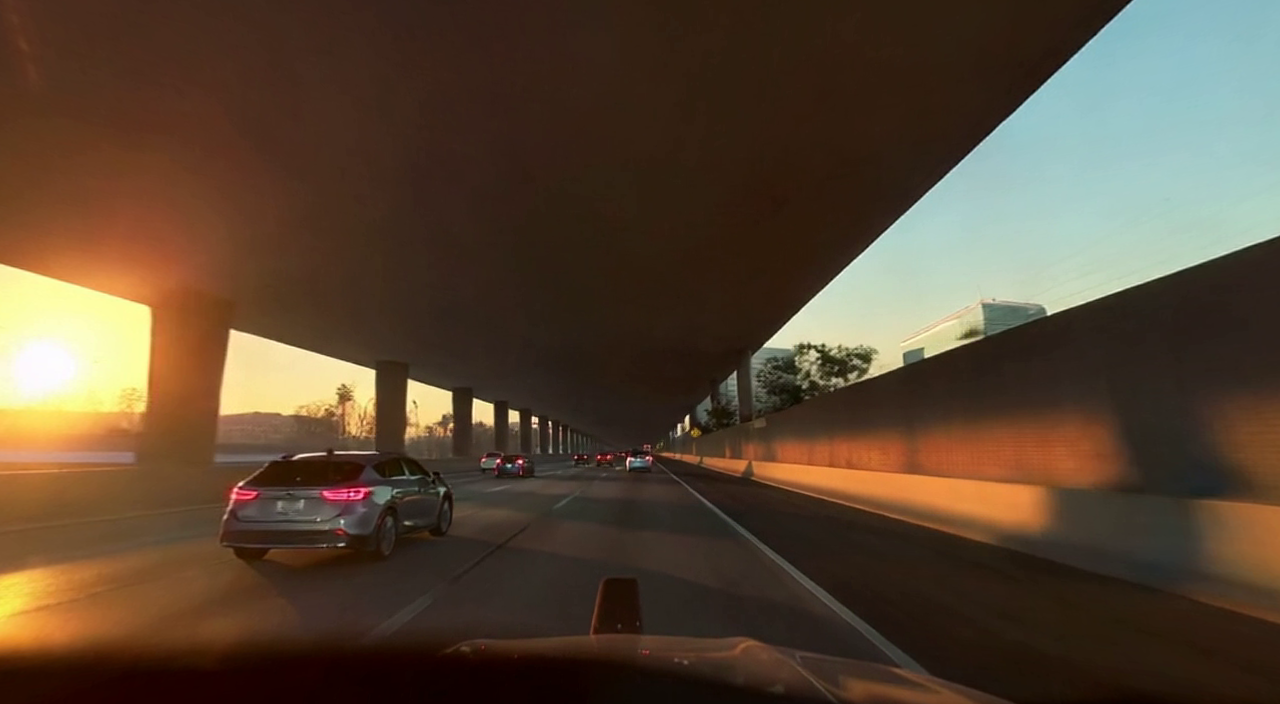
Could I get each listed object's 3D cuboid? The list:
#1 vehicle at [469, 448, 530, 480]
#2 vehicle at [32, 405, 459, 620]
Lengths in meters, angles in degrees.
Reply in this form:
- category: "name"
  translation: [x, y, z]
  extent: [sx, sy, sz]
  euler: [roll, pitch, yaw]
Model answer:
- category: "vehicle"
  translation: [-7.186, 5.777, 32.804]
  extent: [1.998, 1.542, 4.953]
  euler: [0, -9, 1]
- category: "vehicle"
  translation: [-3.864, 1.645, 7.439]
  extent: [2.059, 1.725, 4.521]
  euler: [0, -9, 0]
